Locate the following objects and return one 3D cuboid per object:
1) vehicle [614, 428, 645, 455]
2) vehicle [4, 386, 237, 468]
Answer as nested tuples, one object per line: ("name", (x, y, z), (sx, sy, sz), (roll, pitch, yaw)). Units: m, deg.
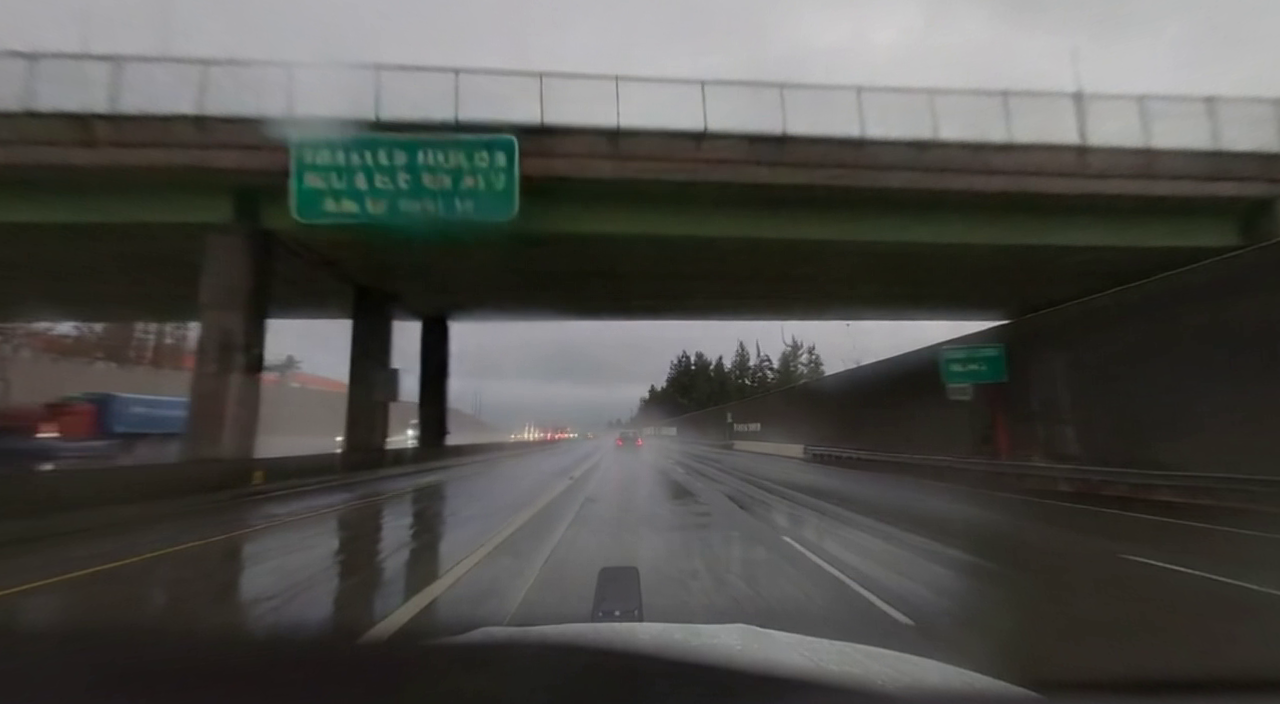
("vehicle", (-0.824, 6.859, 48.324), (2.277, 1.913, 4.510), (0, -8, -1))
("vehicle", (-24.358, 3.726, 30.626), (2.906, 3.332, 9.656), (0, -8, 1))
